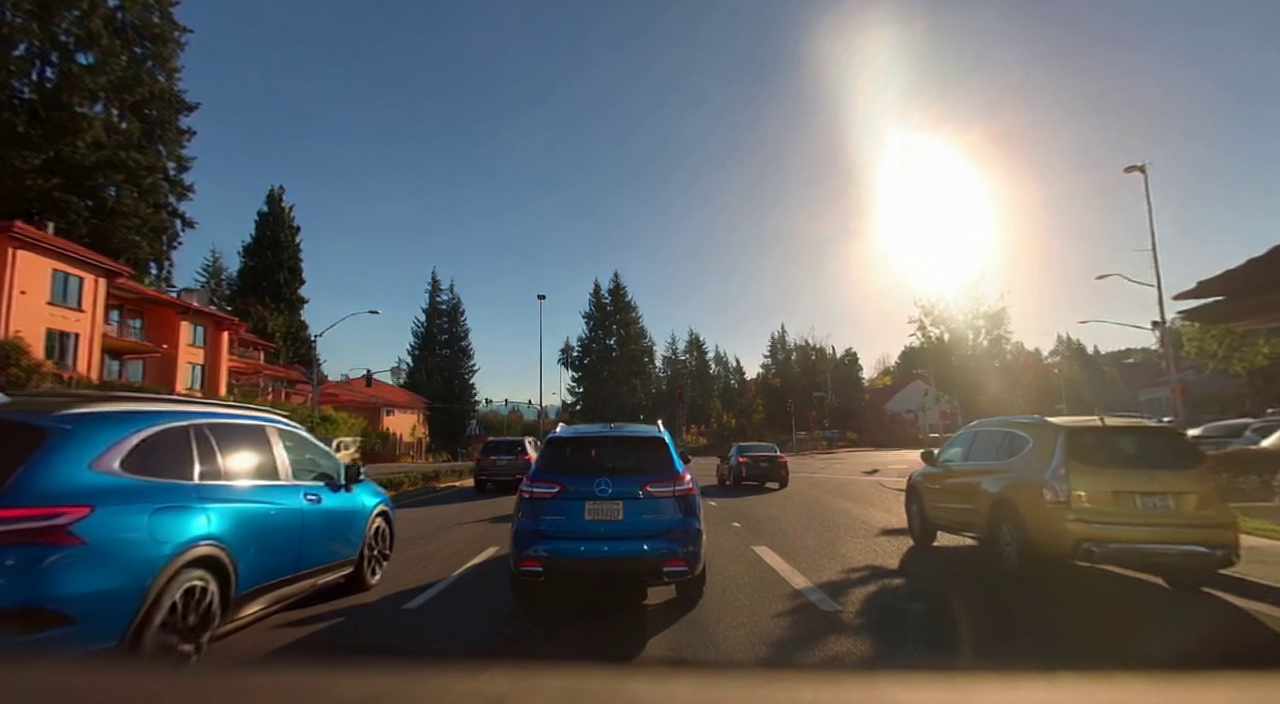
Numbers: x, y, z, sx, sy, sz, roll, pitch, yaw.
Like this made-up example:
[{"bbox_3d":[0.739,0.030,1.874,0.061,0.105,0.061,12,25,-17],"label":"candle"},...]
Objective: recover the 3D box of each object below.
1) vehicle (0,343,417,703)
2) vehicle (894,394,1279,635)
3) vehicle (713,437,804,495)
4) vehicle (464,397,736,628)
[{"bbox_3d":[-3.472,1.155,4.521,2.047,1.741,4.470,0,-8,1],"label":"vehicle"},{"bbox_3d":[4.541,1.517,6.927,2.014,1.740,4.515,-1,-9,6],"label":"vehicle"},{"bbox_3d":[3.438,3.377,19.025,1.847,1.554,3.885,0,-8,-2],"label":"vehicle"},{"bbox_3d":[-0.229,1.496,6.815,2.022,1.700,4.084,0,-8,2],"label":"vehicle"}]
